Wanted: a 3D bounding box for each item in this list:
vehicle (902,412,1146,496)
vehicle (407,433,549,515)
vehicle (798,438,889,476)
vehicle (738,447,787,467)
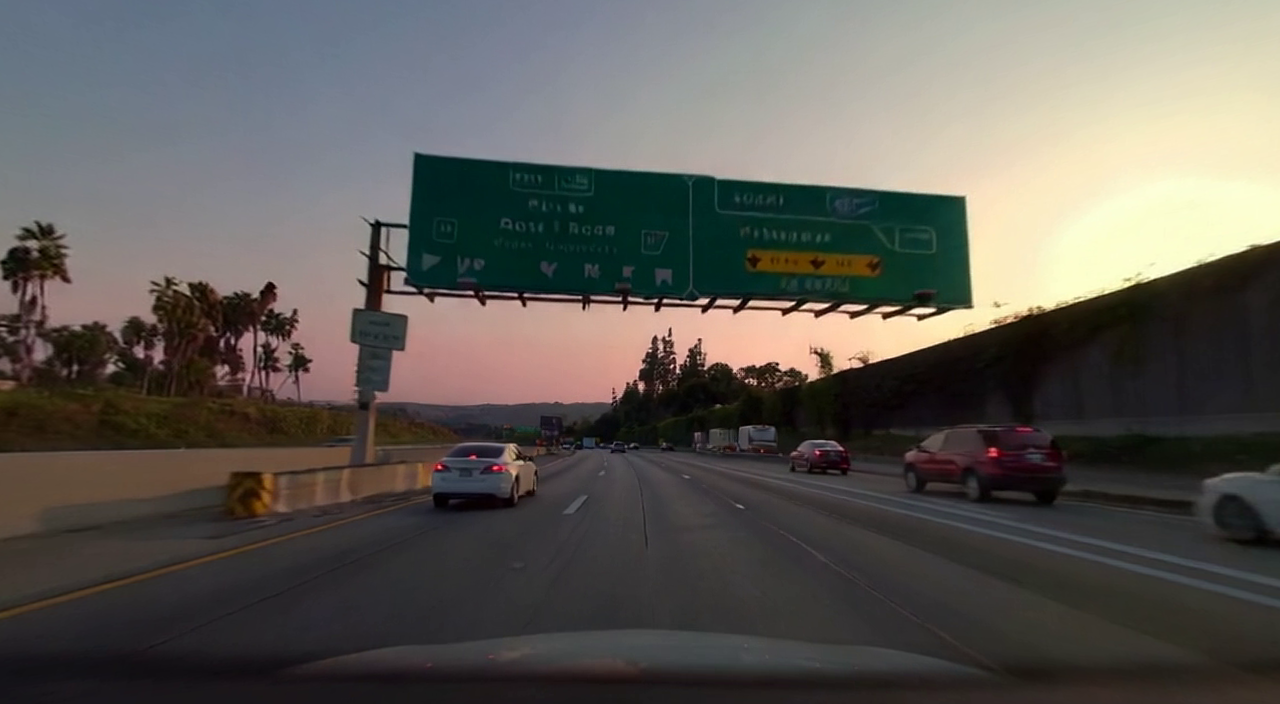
[{"bbox_3d":[8.734,2.408,15.227,2.345,1.637,5.558,0,-8,-1],"label":"vehicle"},{"bbox_3d":[-3.405,2.646,14.182,2.109,1.536,4.174,0,-8,0],"label":"vehicle"},{"bbox_3d":[8.731,4.558,27.616,2.052,1.468,5.333,0,-8,-2],"label":"vehicle"},{"bbox_3d":[7.963,6.864,41.512,1.994,1.237,4.603,0,-8,-4],"label":"vehicle"}]
